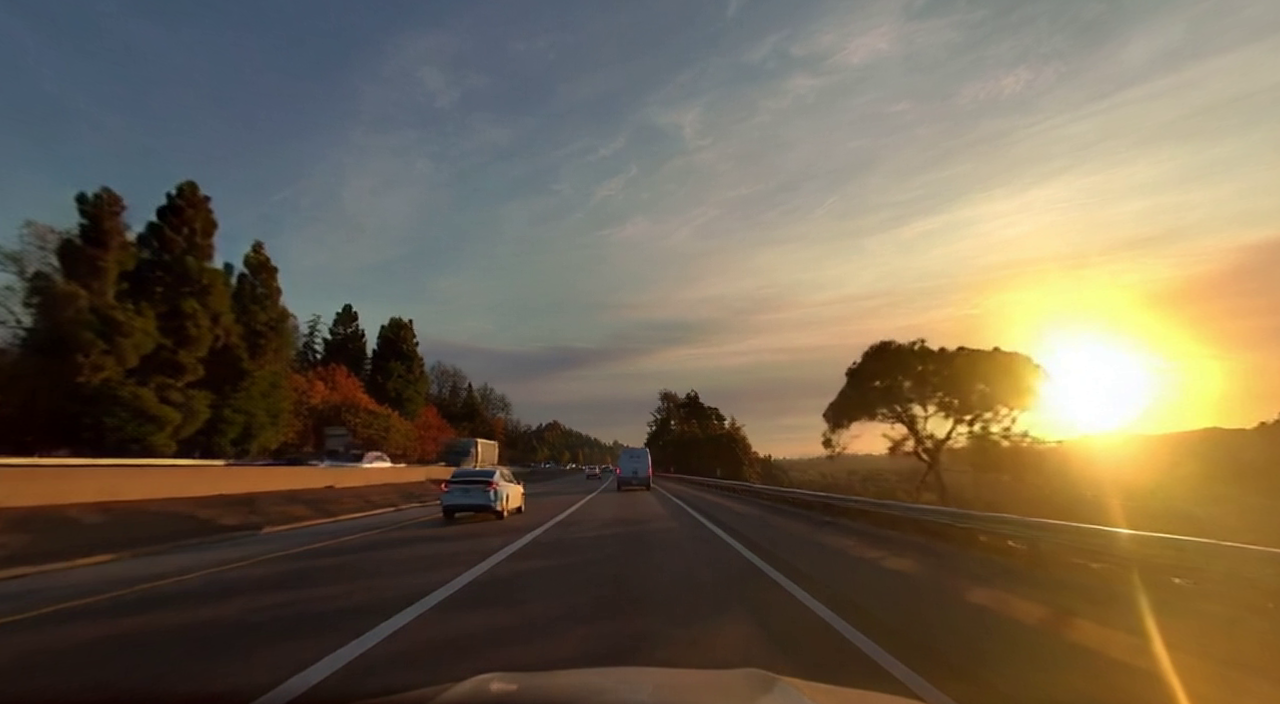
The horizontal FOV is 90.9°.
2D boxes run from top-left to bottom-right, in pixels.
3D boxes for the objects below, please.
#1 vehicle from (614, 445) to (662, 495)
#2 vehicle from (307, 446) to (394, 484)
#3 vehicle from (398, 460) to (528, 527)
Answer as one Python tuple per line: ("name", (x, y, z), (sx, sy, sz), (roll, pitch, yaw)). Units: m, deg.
("vehicle", (-0.164, 6.687, 35.843), (2.482, 2.549, 5.447), (1, -11, -1))
("vehicle", (-13.616, 5.375, 29.974), (1.982, 1.609, 4.537), (1, -11, -1))
("vehicle", (-4.511, 3.704, 16.933), (2.128, 1.491, 4.508), (1, -11, 1))
